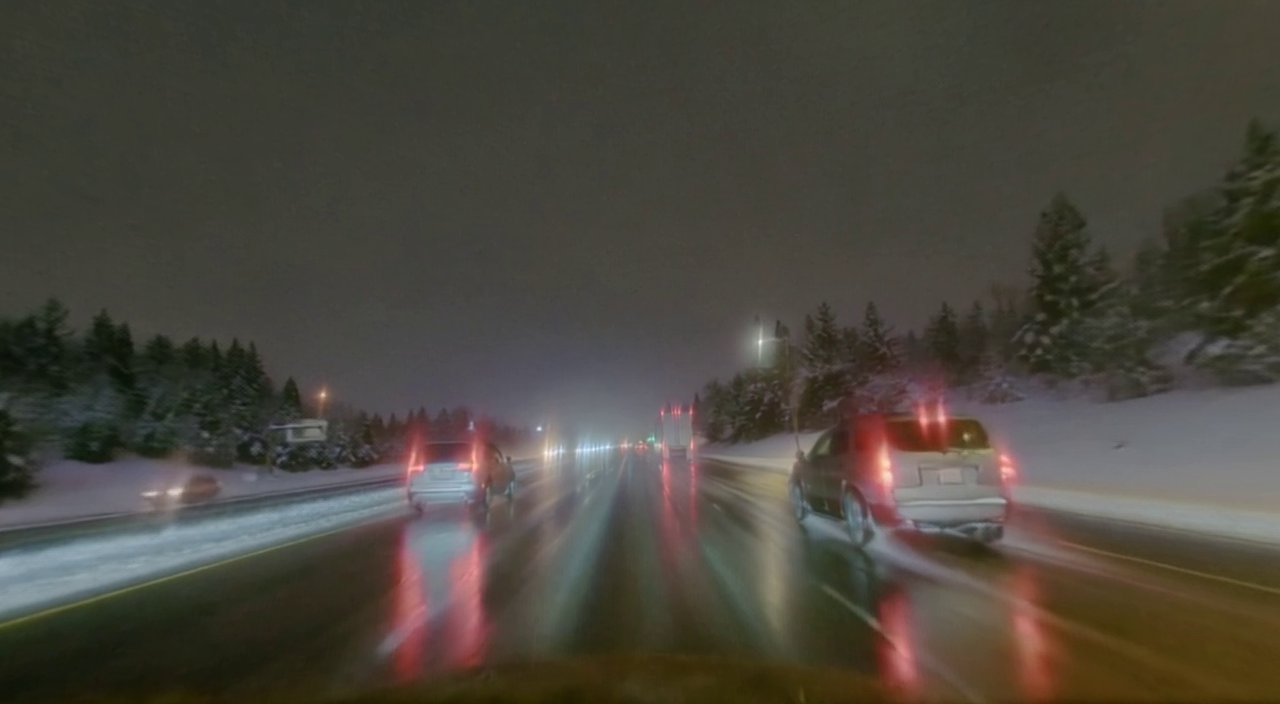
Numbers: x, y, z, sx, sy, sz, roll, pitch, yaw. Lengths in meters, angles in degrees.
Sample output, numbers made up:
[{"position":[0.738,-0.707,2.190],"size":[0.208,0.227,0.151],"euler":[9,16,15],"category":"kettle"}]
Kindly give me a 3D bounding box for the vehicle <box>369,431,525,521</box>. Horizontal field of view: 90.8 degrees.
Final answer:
[{"position":[-3.921,2.596,13.853],"size":[1.903,1.607,4.770],"euler":[0,-8,0],"category":"vehicle"}]

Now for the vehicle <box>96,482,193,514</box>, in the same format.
[{"position":[-28.982,8.533,37.168],"size":[1.938,1.481,4.729],"euler":[0,-8,0],"category":"vehicle"}]

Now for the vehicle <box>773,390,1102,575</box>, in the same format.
[{"position":[3.342,1.581,8.374],"size":[2.065,1.760,4.488],"euler":[0,-8,-1],"category":"vehicle"}]
